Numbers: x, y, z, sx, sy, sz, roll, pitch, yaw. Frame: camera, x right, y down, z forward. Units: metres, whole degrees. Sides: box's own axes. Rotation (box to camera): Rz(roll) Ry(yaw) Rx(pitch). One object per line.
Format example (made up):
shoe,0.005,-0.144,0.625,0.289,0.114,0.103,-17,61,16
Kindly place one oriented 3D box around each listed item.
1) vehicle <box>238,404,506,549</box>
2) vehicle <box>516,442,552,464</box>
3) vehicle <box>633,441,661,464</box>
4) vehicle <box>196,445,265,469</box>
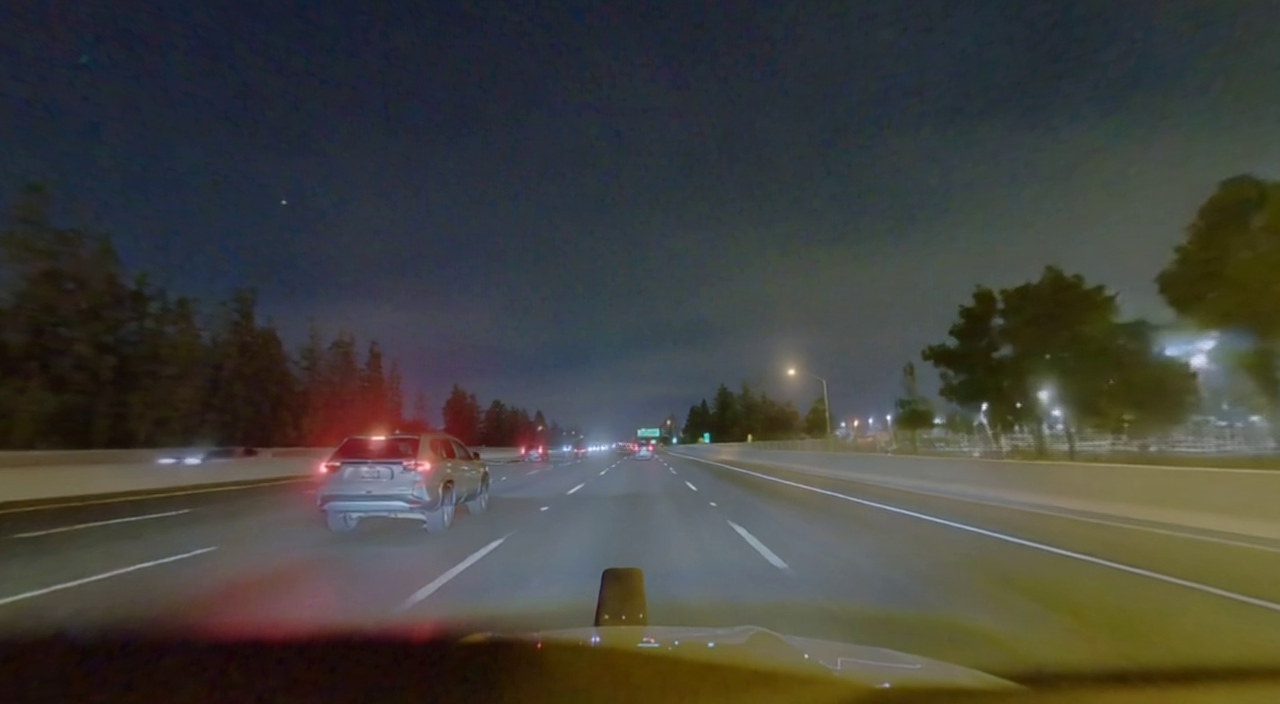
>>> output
vehicle,-3.775,1.864,10.022,2.214,1.759,4.435,0,-9,1
vehicle,-7.757,7.451,46.512,1.871,1.542,4.371,0,-9,0
vehicle,0.499,7.525,47.347,2.023,1.589,4.030,0,-9,0
vehicle,-25.638,6.582,39.642,1.806,1.440,3.790,0,-9,0
